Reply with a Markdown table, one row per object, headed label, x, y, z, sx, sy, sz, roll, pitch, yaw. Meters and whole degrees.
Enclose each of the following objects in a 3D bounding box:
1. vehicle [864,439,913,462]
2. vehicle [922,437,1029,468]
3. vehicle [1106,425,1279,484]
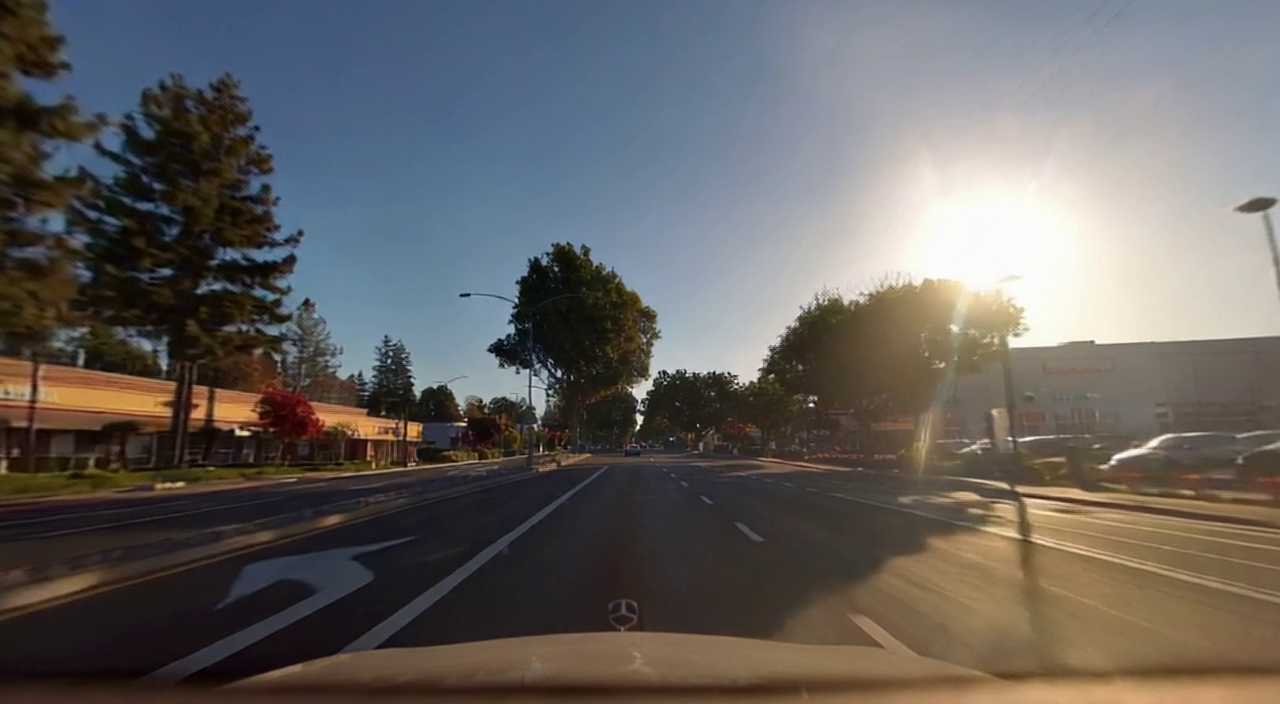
| label | x | y | z | sx | sy | sz | roll | pitch | yaw |
| --- | --- | --- | --- | --- | --- | --- | --- | --- | --- |
| vehicle | 18.845 | 7.517 | 48.102 | 1.886 | 1.670 | 4.562 | 0 | -9 | 1 |
| vehicle | 17.018 | 5.125 | 32.223 | 4.324 | 1.536 | 1.947 | 0 | -9 | -1 |
| vehicle | 17.917 | 3.196 | 19.820 | 4.935 | 1.753 | 1.958 | 0 | -9 | 1 |
